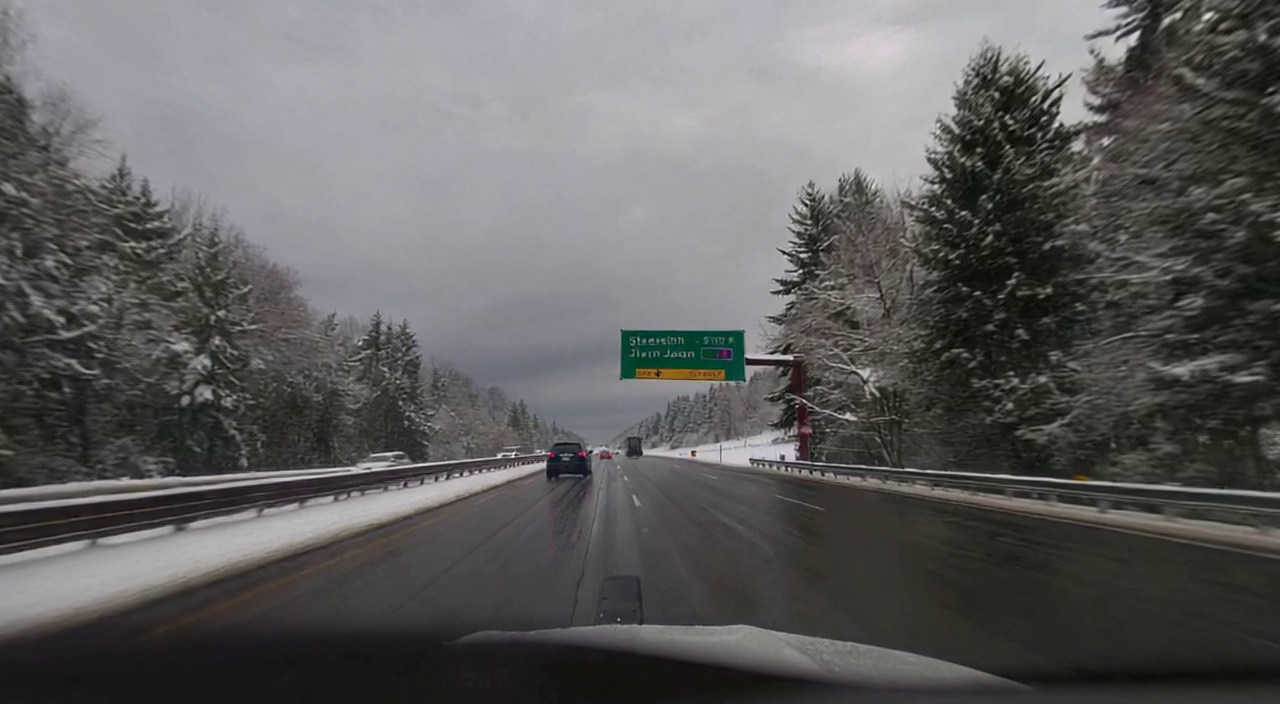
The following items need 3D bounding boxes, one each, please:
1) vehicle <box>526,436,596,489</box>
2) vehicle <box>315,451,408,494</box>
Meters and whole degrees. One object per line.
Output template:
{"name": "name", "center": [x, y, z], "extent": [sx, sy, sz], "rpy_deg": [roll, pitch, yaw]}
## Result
{"name": "vehicle", "center": [-2.748, 3.972, 22.830], "extent": [2.151, 1.693, 4.201], "rpy_deg": [0, -9, -2]}
{"name": "vehicle", "center": [-11.188, 4.842, 25.561], "extent": [1.909, 1.502, 4.422], "rpy_deg": [0, -9, -2]}
